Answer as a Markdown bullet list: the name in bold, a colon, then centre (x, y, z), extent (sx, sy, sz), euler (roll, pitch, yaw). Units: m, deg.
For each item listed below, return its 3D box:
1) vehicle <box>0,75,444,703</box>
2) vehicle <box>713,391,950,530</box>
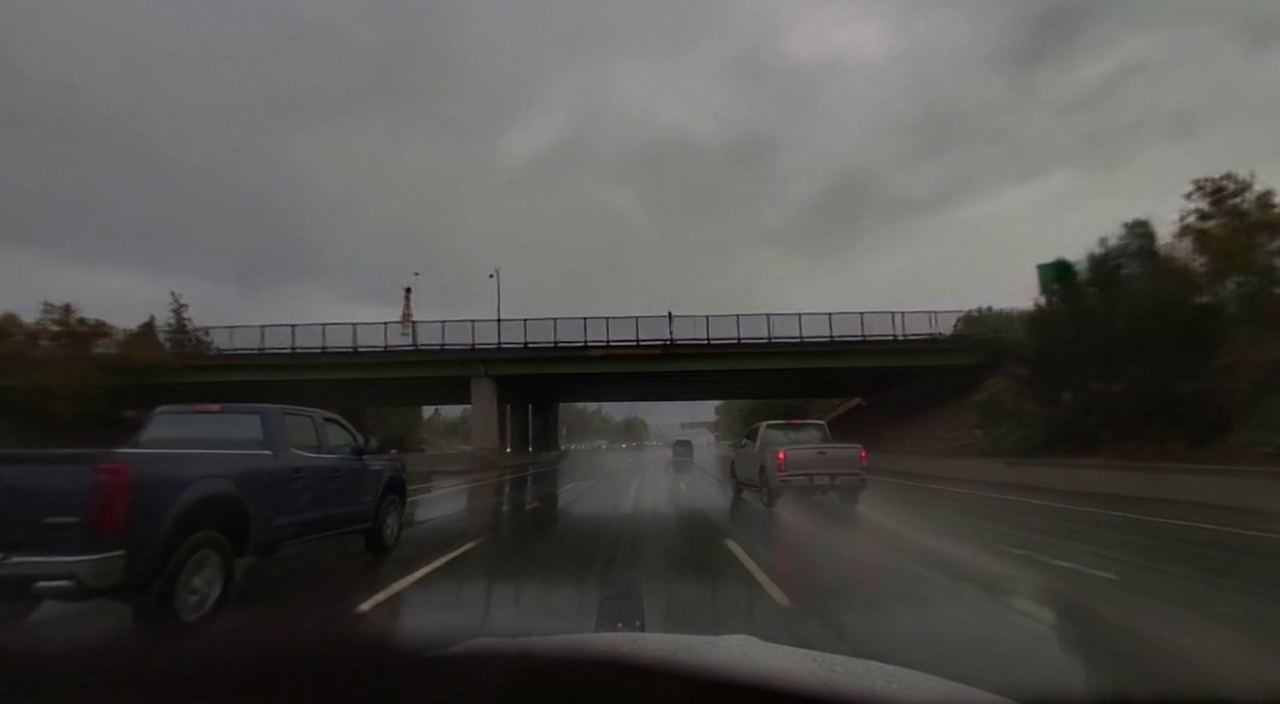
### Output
- **vehicle**: centre (-3.606, 0.653, 4.631), extent (2.369, 2.682, 6.088), euler (0, -9, 0)
- **vehicle**: centre (3.201, 2.050, 12.428), extent (2.693, 2.044, 5.882), euler (0, -9, -1)
